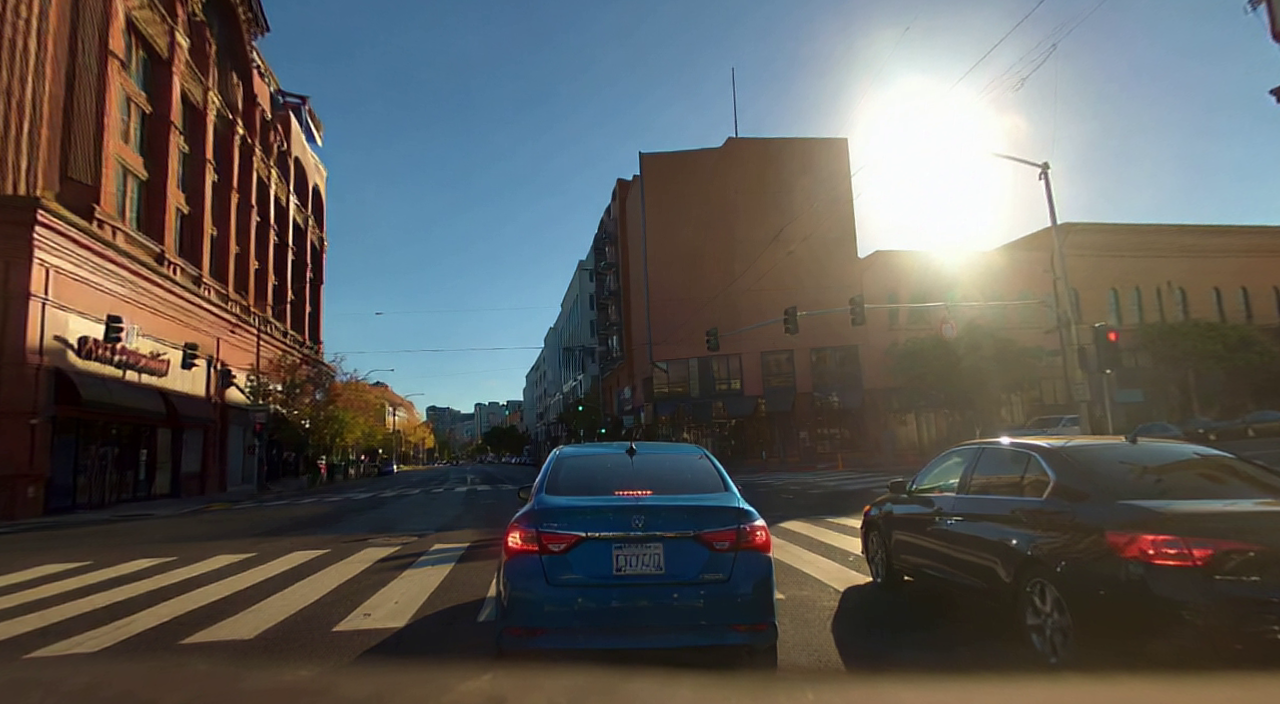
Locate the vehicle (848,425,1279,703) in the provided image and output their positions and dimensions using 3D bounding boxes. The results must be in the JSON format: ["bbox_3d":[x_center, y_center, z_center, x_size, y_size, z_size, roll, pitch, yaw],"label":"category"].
[{"bbox_3d":[3.354,1.375,5.081,1.860,1.430,4.089,0,-8,-1],"label":"vehicle"}]

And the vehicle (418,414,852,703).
[{"bbox_3d":[-0.054,1.349,5.149,2.094,1.481,4.078,0,-8,-1],"label":"vehicle"}]
